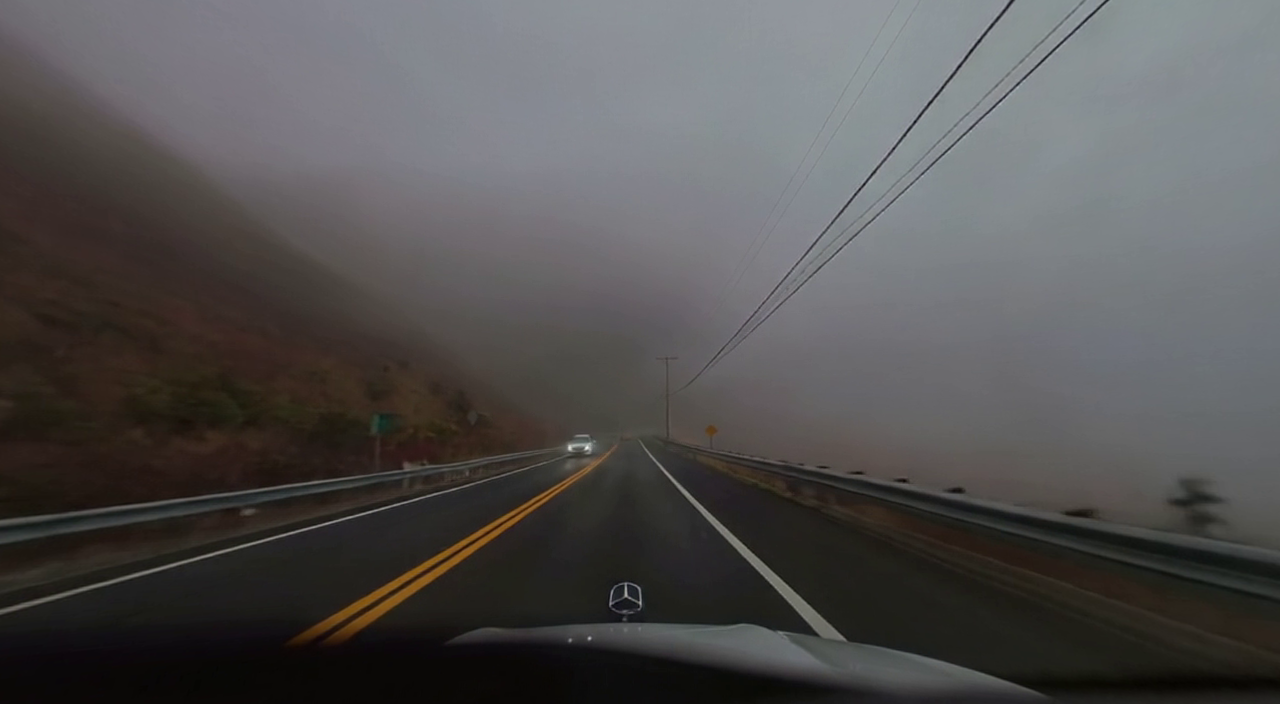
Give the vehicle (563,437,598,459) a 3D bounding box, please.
[{"bbox_3d":[-4.239,6.973,45.695,2.047,1.486,4.405,0,-9,0],"label":"vehicle"}]
